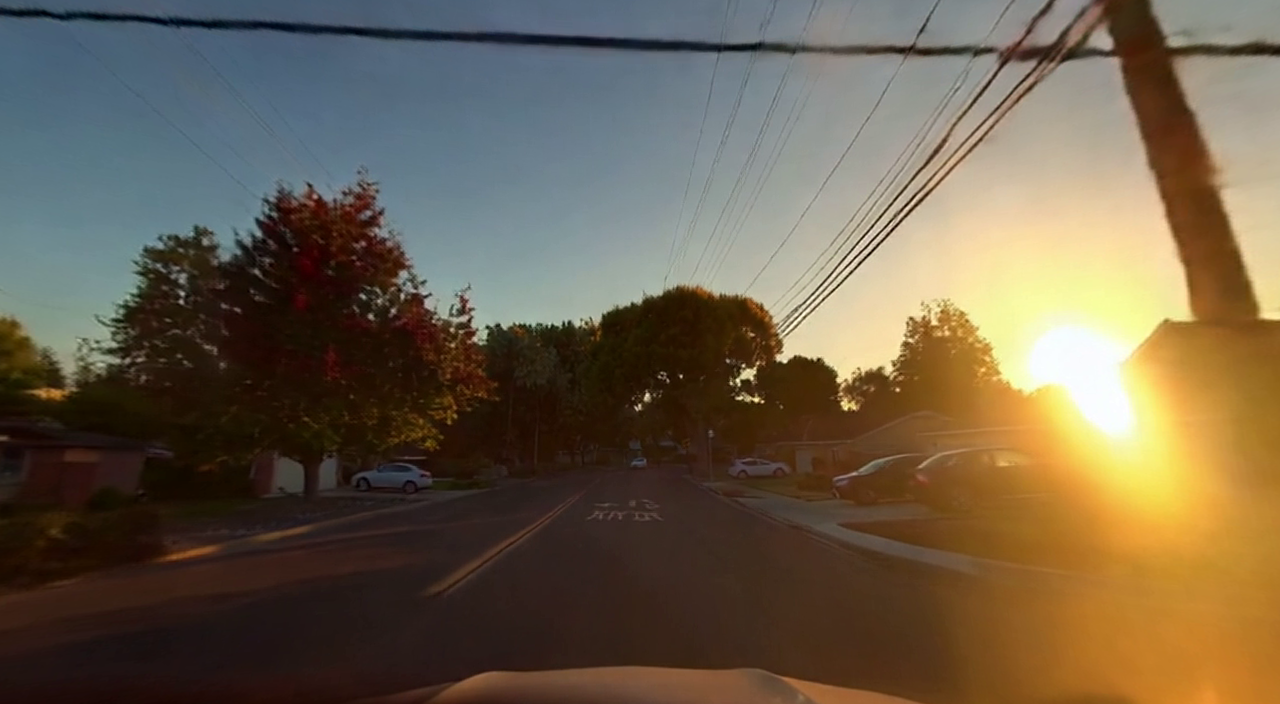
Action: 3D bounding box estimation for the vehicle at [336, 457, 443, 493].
[{"bbox_3d":[-11.963,5.892,30.398,4.243,1.598,2.003,0,-9,3],"label":"vehicle"}]

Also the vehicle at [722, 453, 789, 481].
[{"bbox_3d":[7.428,7.414,40.868,3.846,1.725,1.920,1,-9,-4],"label":"vehicle"}]

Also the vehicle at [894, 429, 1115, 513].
[{"bbox_3d":[9.325,3.067,16.449,4.557,2.012,1.917,1,-9,-3],"label":"vehicle"}]
